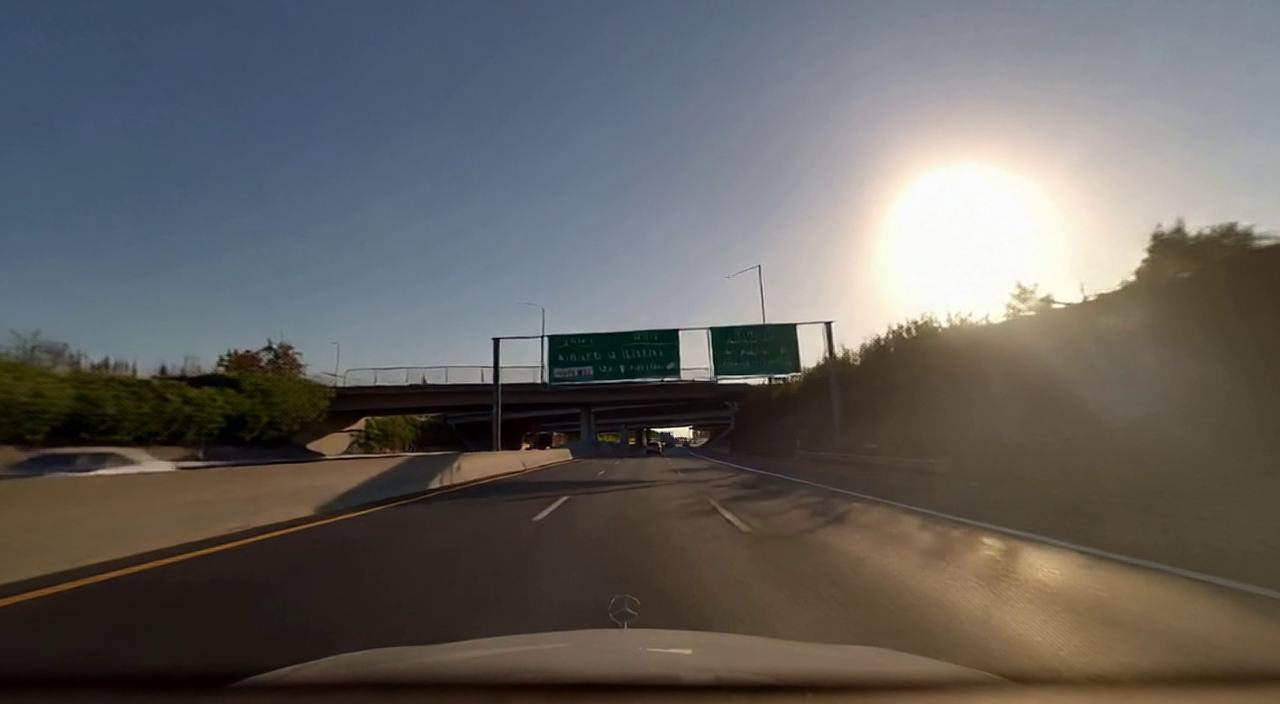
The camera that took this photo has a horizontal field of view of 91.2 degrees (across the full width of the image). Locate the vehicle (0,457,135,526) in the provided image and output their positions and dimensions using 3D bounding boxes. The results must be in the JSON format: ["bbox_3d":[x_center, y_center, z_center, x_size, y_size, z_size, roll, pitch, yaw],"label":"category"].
[{"bbox_3d":[-16.918,3.790,17.561,1.968,1.630,4.318,0,-9,0],"label":"vehicle"}]
